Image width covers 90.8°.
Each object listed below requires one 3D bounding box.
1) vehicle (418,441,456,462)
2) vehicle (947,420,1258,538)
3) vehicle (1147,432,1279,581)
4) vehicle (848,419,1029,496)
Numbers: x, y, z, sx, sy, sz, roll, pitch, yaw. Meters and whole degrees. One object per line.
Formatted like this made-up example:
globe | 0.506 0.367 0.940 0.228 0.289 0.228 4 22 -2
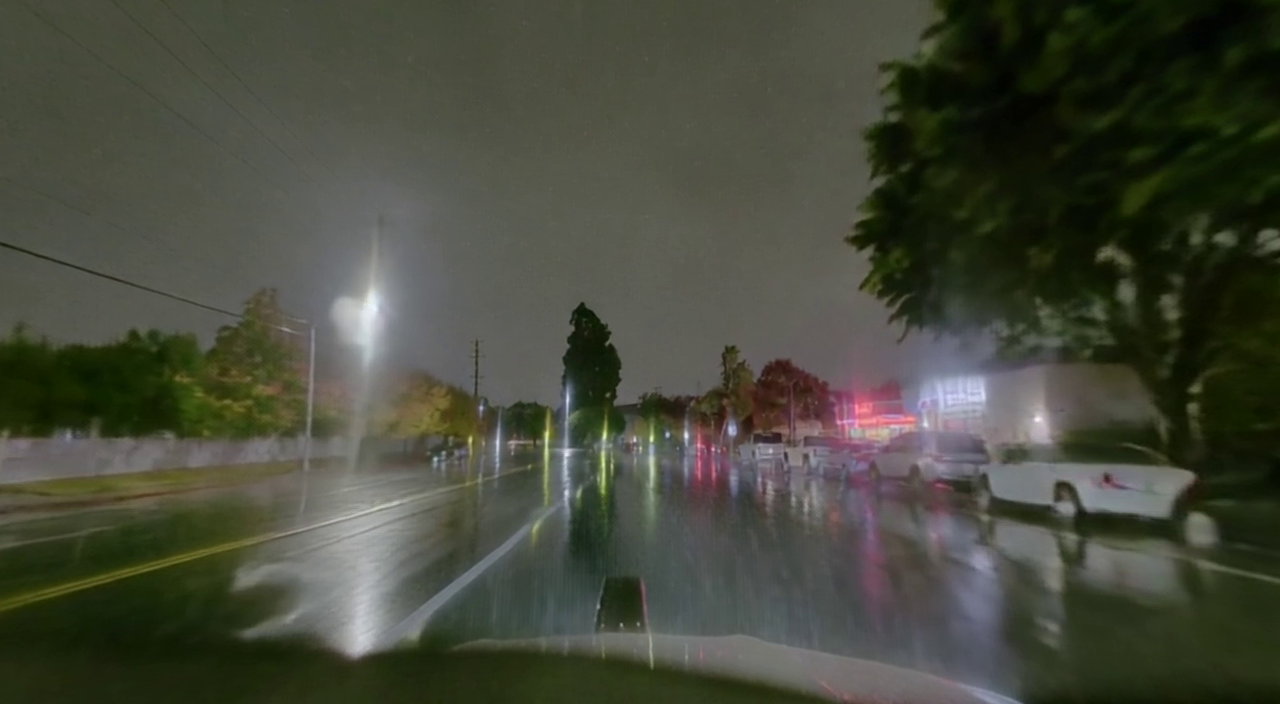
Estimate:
vehicle | -15.587 7.664 48.699 2.027 1.470 4.550 1 -9 -8
vehicle | 7.642 2.128 11.211 2.205 1.658 4.404 0 -8 1
vehicle | 7.456 1.464 5.763 2.057 1.478 4.356 0 -8 1
vehicle | 7.548 2.749 16.749 2.095 1.693 5.173 0 -8 -2
